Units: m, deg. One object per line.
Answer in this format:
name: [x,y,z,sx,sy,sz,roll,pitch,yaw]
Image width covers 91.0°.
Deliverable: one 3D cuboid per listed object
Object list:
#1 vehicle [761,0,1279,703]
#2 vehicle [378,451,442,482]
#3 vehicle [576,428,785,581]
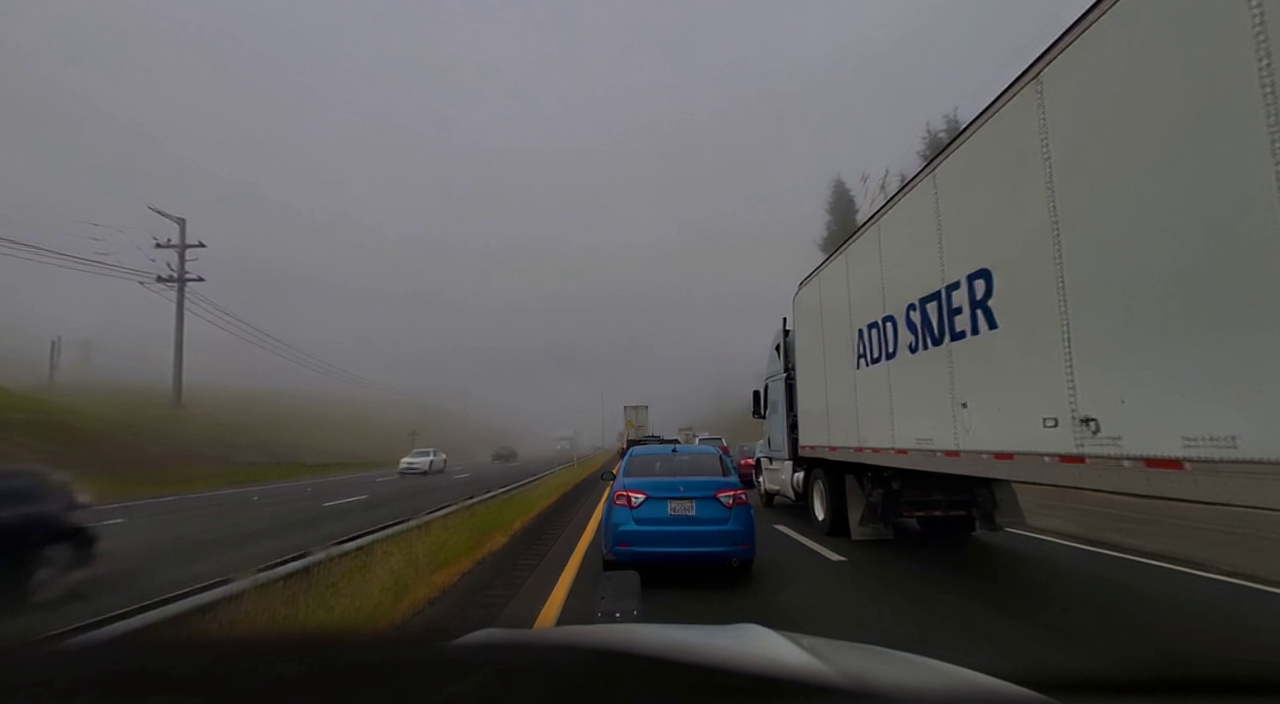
vehicle: [4.132,0.023,5.018,3.138,4.065,14.276,0,-8,-1]
vehicle: [-12.401,6.187,34.226,1.853,1.445,4.478,0,-8,-1]
vehicle: [0.333,1.745,7.998,2.045,1.446,3.597,0,-8,-2]
